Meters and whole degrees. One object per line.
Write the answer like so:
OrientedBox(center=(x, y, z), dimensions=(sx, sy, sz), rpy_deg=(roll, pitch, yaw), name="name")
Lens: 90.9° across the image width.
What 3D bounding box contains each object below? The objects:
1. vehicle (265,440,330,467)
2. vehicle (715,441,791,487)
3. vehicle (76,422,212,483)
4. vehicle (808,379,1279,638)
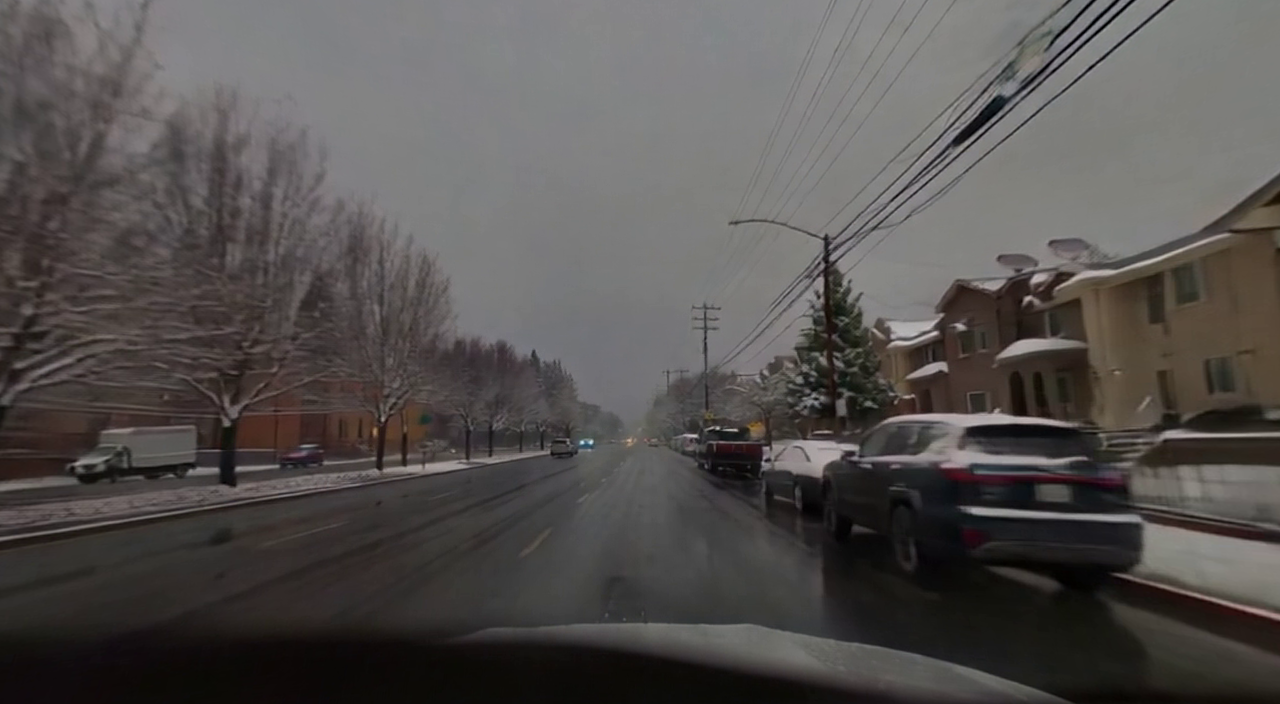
OrientedBox(center=(-25.419, 7.552, 47.019), dimensions=(2.052, 1.862, 4.816), rpy_deg=(0, -8, 1), name="vehicle")
OrientedBox(center=(3.503, 3.513, 20.020), dimensions=(1.869, 1.325, 2.994), rpy_deg=(0, -8, 1), name="vehicle")
OrientedBox(center=(-25.725, 5.251, 33.113), dimensions=(2.223, 2.895, 5.824), rpy_deg=(0, -8, 1), name="vehicle")
OrientedBox(center=(3.526, 1.454, 6.970), dimensions=(2.188, 1.810, 4.883), rpy_deg=(0, -8, 3), name="vehicle")
